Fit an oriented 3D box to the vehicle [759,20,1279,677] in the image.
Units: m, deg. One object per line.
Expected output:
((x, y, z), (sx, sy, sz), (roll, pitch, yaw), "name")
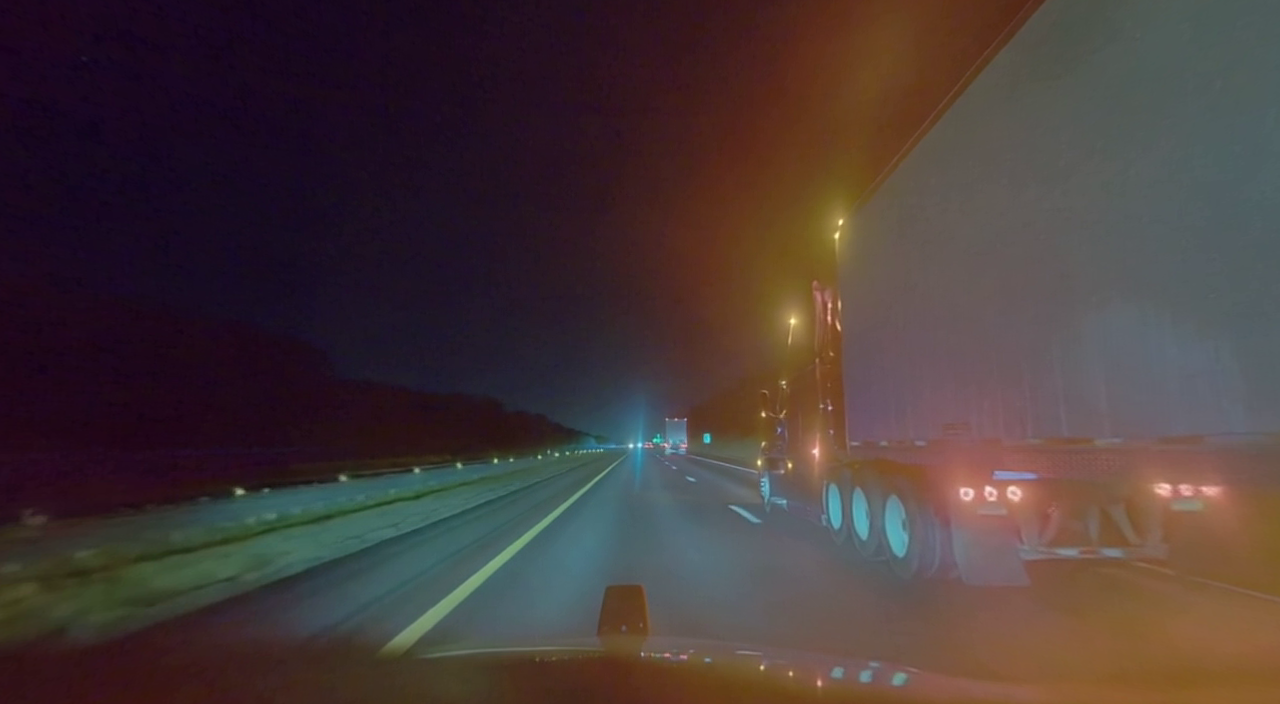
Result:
((4.093, 0.546, 8.631), (3.080, 4.016, 9.760), (0, -8, 1), "vehicle")
